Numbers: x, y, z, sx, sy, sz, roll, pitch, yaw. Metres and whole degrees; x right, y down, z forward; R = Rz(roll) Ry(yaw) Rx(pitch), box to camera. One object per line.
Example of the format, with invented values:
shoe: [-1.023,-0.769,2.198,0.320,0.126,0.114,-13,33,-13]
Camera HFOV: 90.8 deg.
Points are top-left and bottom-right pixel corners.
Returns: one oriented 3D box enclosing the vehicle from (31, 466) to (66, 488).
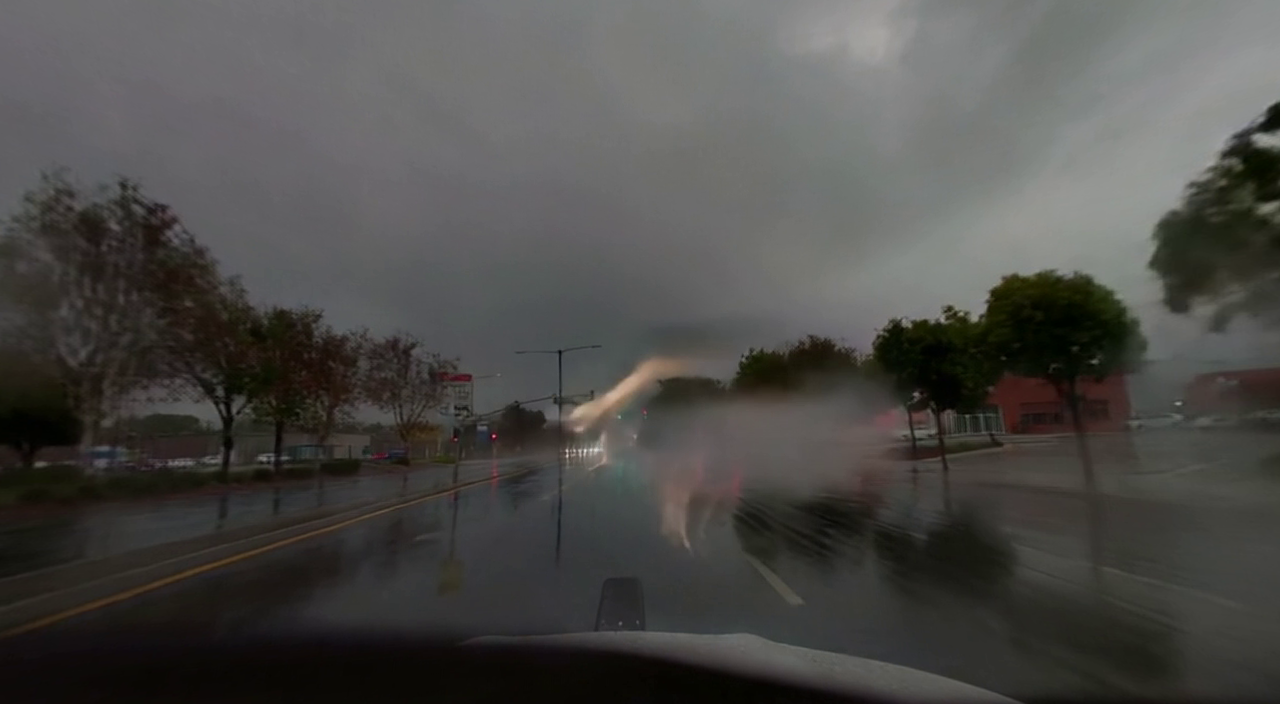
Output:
vehicle: [-45.776,9.642,48.874,1.745,1.483,4.443,9,-12,-43]
